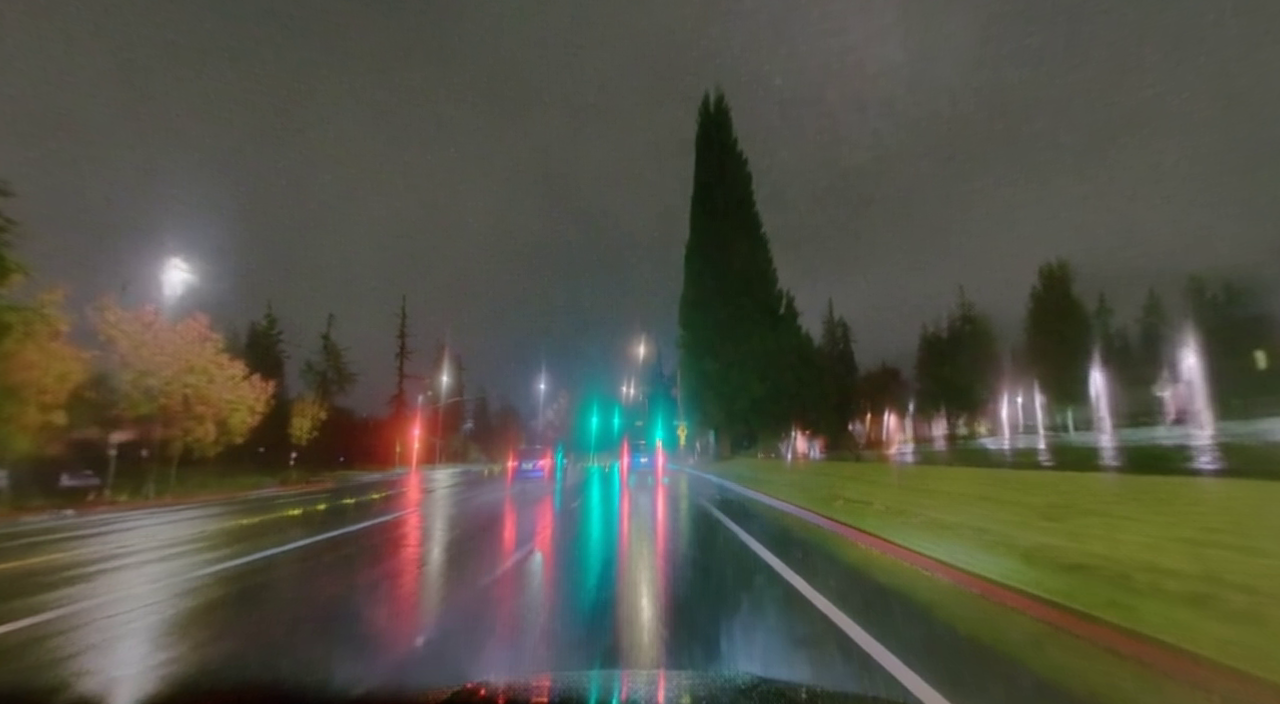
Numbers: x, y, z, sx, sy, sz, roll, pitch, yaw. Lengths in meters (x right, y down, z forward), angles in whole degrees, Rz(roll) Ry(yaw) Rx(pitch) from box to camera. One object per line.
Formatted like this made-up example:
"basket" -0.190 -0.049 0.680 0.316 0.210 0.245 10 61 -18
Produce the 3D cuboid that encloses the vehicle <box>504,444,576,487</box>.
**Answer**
"vehicle" -3.667 4.238 23.882 2.036 1.447 4.044 0 -8 1

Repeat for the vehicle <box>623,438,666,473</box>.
"vehicle" 0.163 5.645 34.608 2.215 1.799 4.426 0 -8 -2
